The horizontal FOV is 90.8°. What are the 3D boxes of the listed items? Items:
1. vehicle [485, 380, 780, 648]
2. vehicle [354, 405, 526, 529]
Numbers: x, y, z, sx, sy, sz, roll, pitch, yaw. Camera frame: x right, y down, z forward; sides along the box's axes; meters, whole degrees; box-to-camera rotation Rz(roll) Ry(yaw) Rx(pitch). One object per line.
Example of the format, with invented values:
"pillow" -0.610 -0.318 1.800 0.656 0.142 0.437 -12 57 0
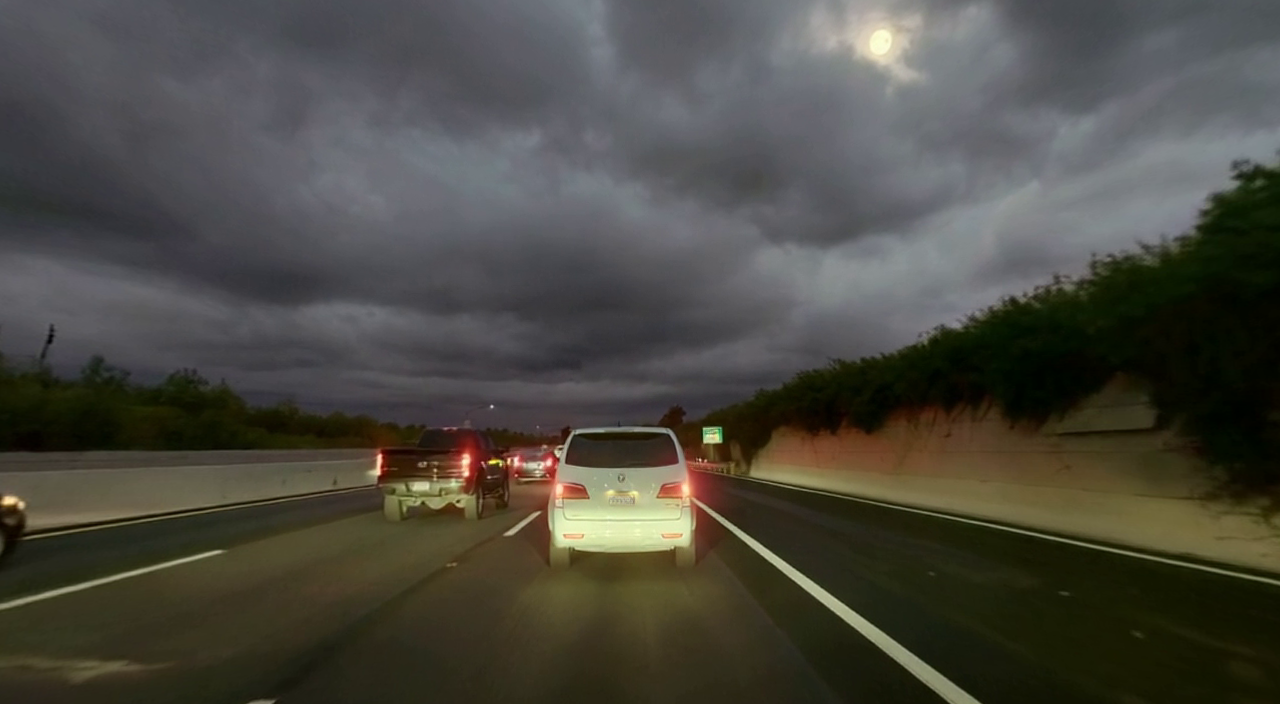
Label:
"vehicle" -0.090 1.358 6.070 1.995 1.798 3.380 0 -9 -1
"vehicle" -3.945 2.378 13.507 2.055 2.144 4.782 -1 -9 1
